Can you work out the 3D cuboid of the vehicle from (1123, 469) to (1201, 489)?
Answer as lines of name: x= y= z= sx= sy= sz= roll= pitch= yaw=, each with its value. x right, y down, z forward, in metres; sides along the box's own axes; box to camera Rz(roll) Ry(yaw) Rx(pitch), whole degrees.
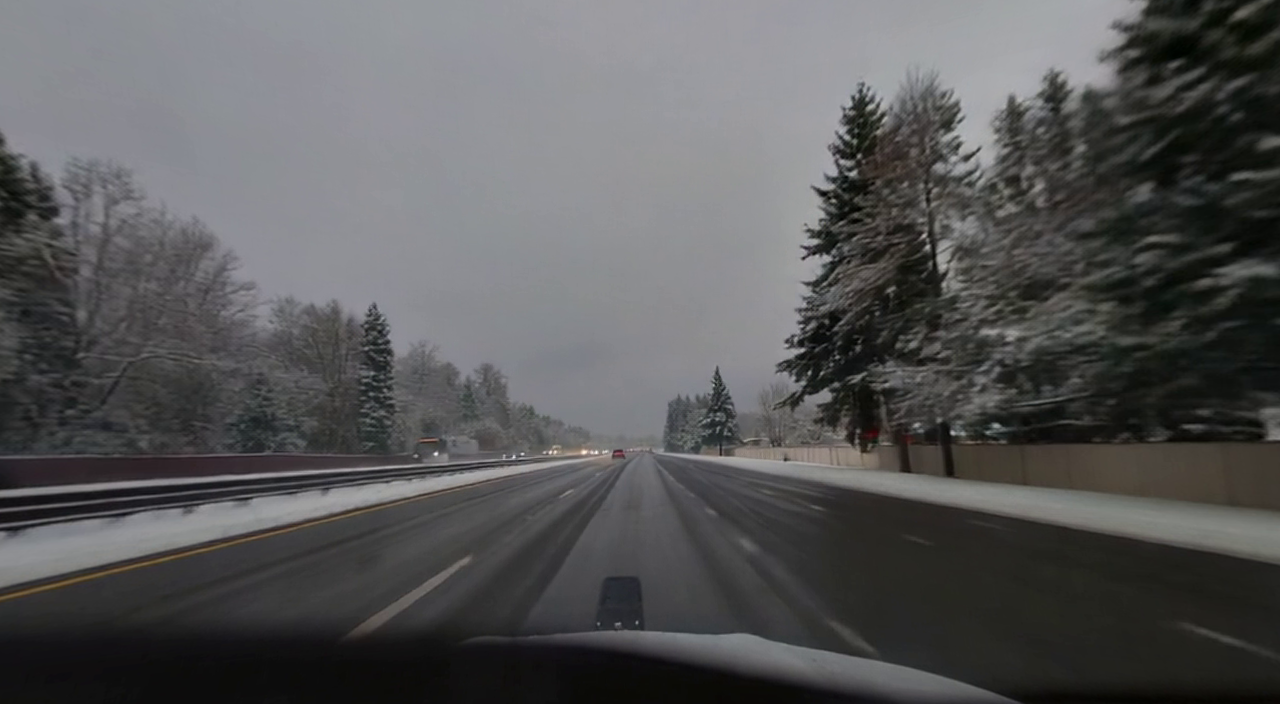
vehicle: x=39.994 y=9.718 z=48.296 sx=4.374 sy=1.432 sz=1.901 roll=1 pitch=-9 yaw=-4
